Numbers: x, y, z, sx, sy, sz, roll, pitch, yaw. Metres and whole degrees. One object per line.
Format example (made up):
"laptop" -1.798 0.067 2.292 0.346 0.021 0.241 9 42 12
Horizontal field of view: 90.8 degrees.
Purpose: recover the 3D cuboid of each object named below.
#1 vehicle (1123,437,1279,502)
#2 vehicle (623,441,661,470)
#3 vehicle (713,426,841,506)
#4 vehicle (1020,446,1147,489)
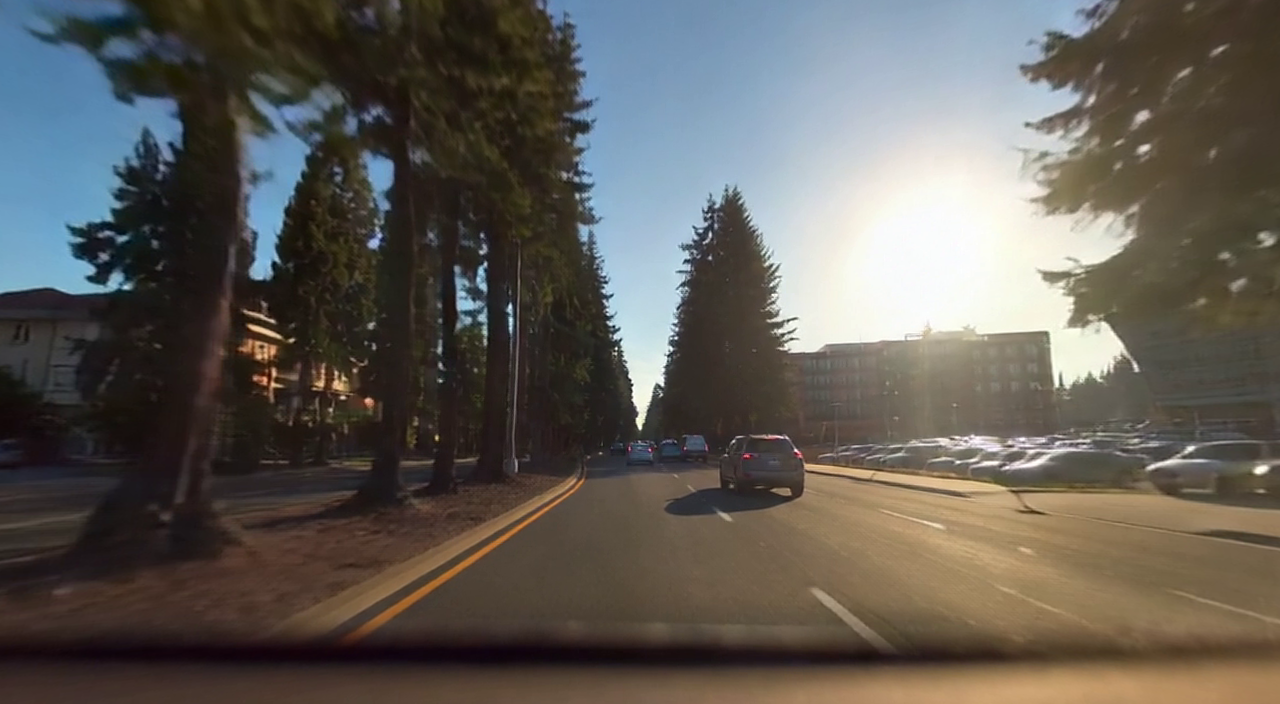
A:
"vehicle" 16.473 3.328 18.364 1.914 1.644 4.378 -2 -8 10
"vehicle" 0.101 6.144 37.638 2.145 1.572 4.021 0 -9 -1
"vehicle" 3.425 2.998 16.944 2.235 1.806 4.818 0 -9 -1
"vehicle" 17.458 4.519 24.899 3.958 1.524 2.061 3 -10 -20
